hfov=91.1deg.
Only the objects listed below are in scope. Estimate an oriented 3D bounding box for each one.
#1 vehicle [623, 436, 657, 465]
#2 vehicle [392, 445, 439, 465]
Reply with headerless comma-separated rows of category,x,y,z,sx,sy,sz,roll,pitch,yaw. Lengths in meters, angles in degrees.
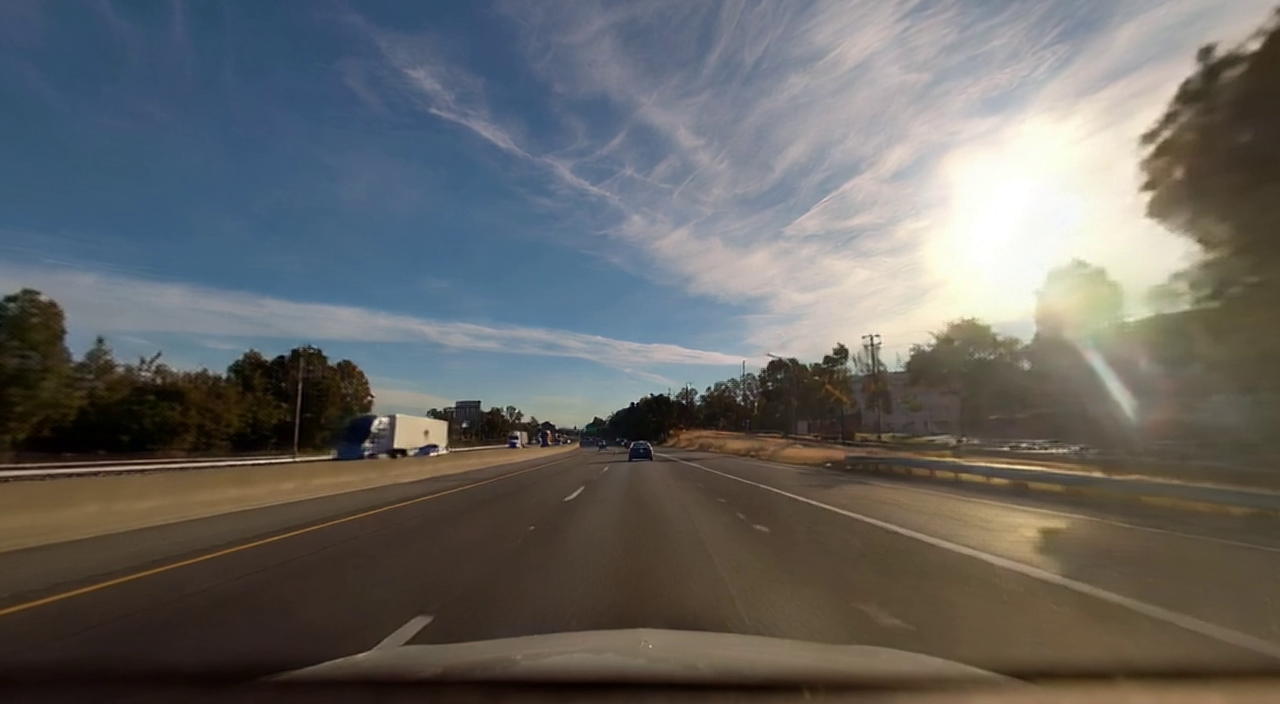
vehicle,-0.075,6.167,39.502,2.029,1.666,4.064,0,-8,-2
vehicle,-17.638,8.074,49.503,1.988,1.500,4.746,0,-8,-1
